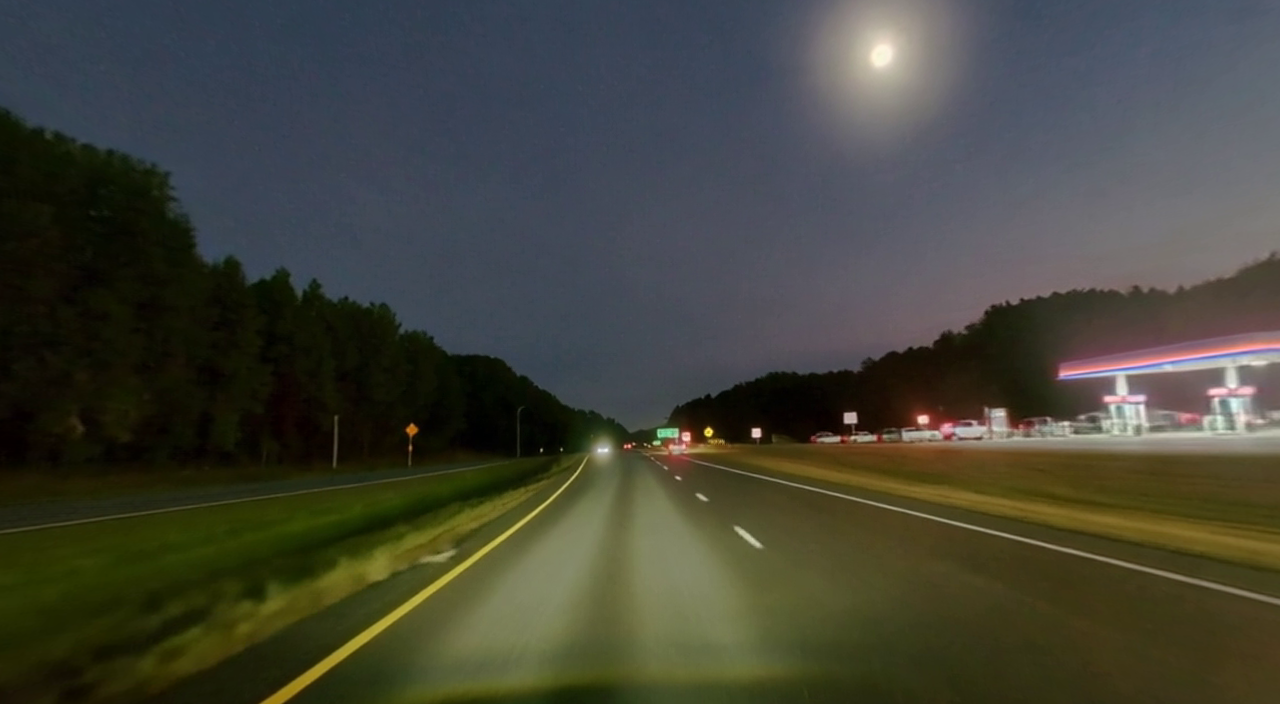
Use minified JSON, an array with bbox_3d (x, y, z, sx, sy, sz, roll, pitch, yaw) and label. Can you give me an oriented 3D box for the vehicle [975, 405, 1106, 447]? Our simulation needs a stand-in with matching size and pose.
[{"bbox_3d":[21.229,3.979,33.670,5.483,1.801,2.202,3,-9,0],"label":"vehicle"}]
